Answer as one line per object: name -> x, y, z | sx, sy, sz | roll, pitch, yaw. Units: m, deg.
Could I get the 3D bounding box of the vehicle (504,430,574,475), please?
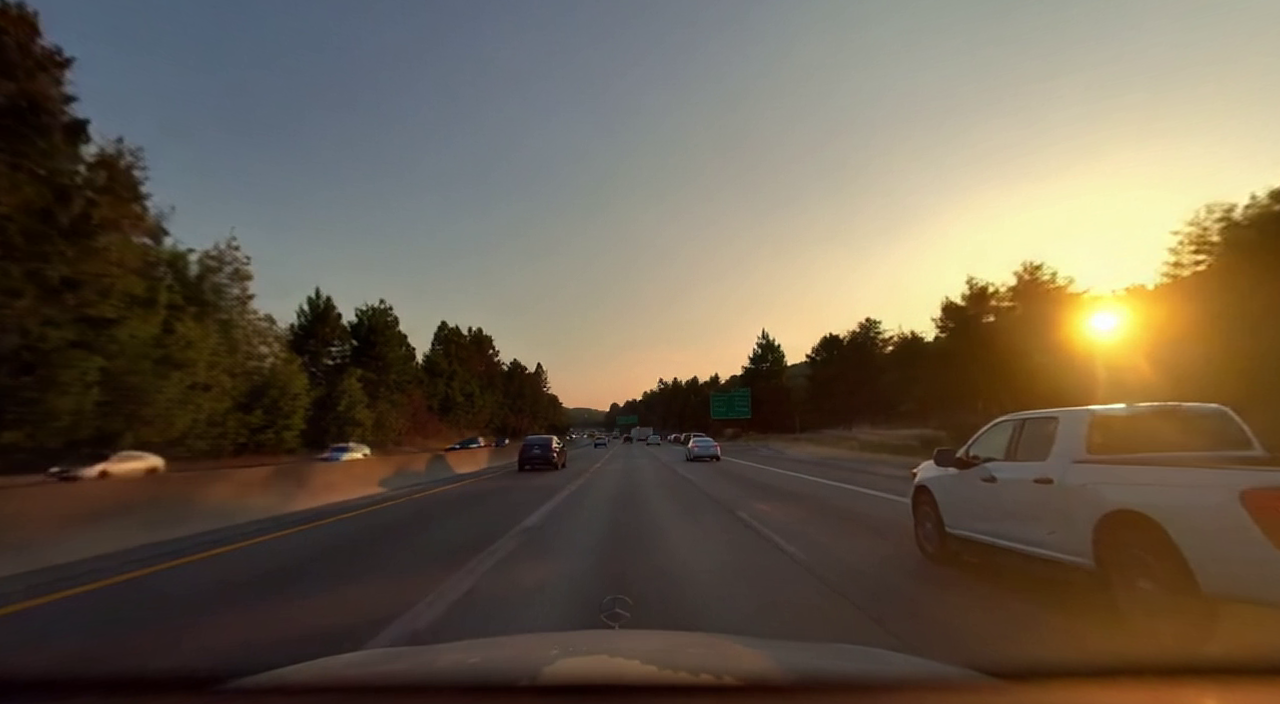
vehicle -> -3.893, 3.960, 25.175 | 2.011, 1.614, 4.808 | 0, -8, 0

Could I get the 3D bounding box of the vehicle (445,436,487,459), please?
vehicle -> -12.834, 7.050, 46.729 | 1.906, 1.562, 4.429 | 0, -8, -1

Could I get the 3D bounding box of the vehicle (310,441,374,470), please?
vehicle -> -15.840, 5.511, 33.695 | 1.754, 1.423, 3.480 | 0, -8, -1

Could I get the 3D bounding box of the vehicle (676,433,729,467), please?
vehicle -> 2.936, 4.694, 30.453 | 1.990, 1.480, 3.865 | 0, -8, -2

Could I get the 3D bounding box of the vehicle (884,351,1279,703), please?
vehicle -> 3.629, 1.048, 4.287 | 1.949, 1.639, 4.748 | 0, -8, -1

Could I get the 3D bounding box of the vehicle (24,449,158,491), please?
vehicle -> -21.825, 4.665, 25.306 | 1.818, 1.454, 3.887 | 0, -8, 1
